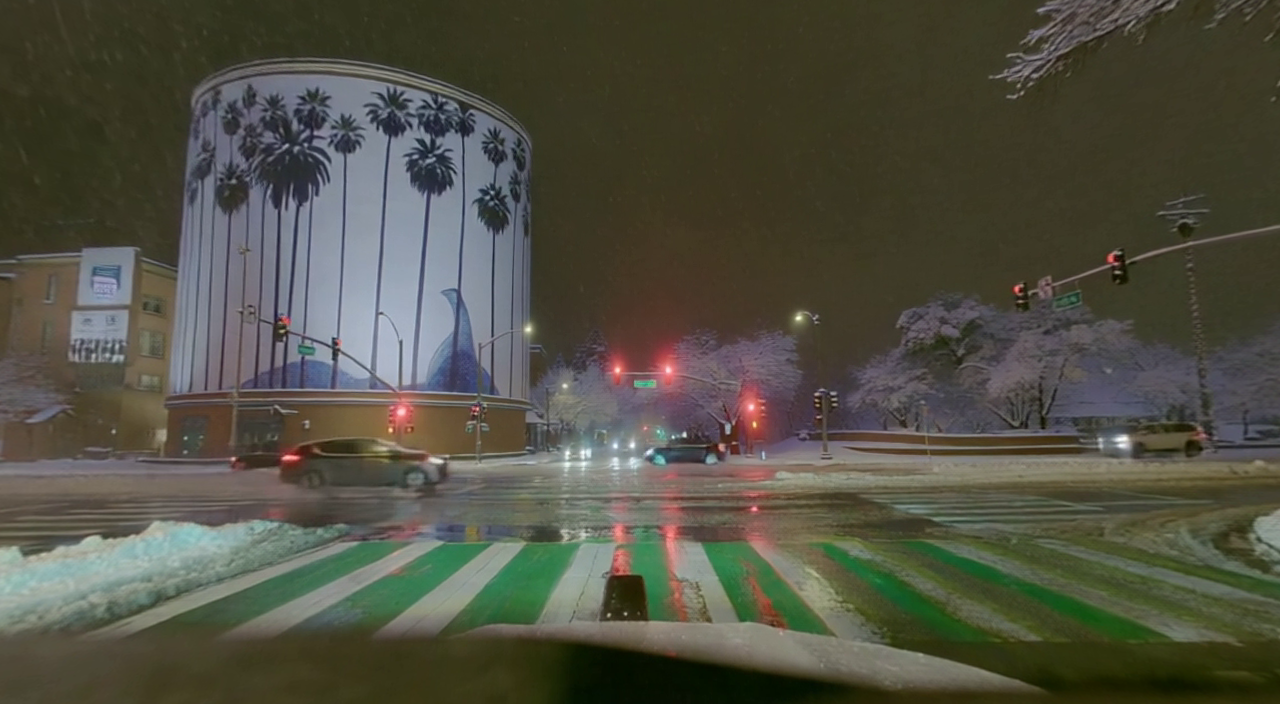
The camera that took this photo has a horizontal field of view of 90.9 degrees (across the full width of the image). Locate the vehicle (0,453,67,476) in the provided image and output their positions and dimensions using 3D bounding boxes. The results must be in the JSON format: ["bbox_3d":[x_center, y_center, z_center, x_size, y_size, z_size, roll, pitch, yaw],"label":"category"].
[{"bbox_3d":[-41.680,7.612,42.784,3.698,1.508,1.779,0,-8,1],"label":"vehicle"}]

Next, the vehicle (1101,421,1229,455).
[{"bbox_3d":[30.588,5.049,36.839,5.477,1.880,2.125,0,-8,1],"label":"vehicle"}]

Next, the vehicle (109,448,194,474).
[{"bbox_3d":[-33.076,7.395,42.765,4.136,1.661,1.857,0,-8,0],"label":"vehicle"}]

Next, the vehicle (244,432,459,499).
[{"bbox_3d":[-7.703,3.061,17.164,4.875,1.669,1.953,-1,-8,3],"label":"vehicle"}]

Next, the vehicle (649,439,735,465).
[{"bbox_3d":[2.962,5.842,36.819,4.893,1.458,1.791,0,-8,1],"label":"vehicle"}]
